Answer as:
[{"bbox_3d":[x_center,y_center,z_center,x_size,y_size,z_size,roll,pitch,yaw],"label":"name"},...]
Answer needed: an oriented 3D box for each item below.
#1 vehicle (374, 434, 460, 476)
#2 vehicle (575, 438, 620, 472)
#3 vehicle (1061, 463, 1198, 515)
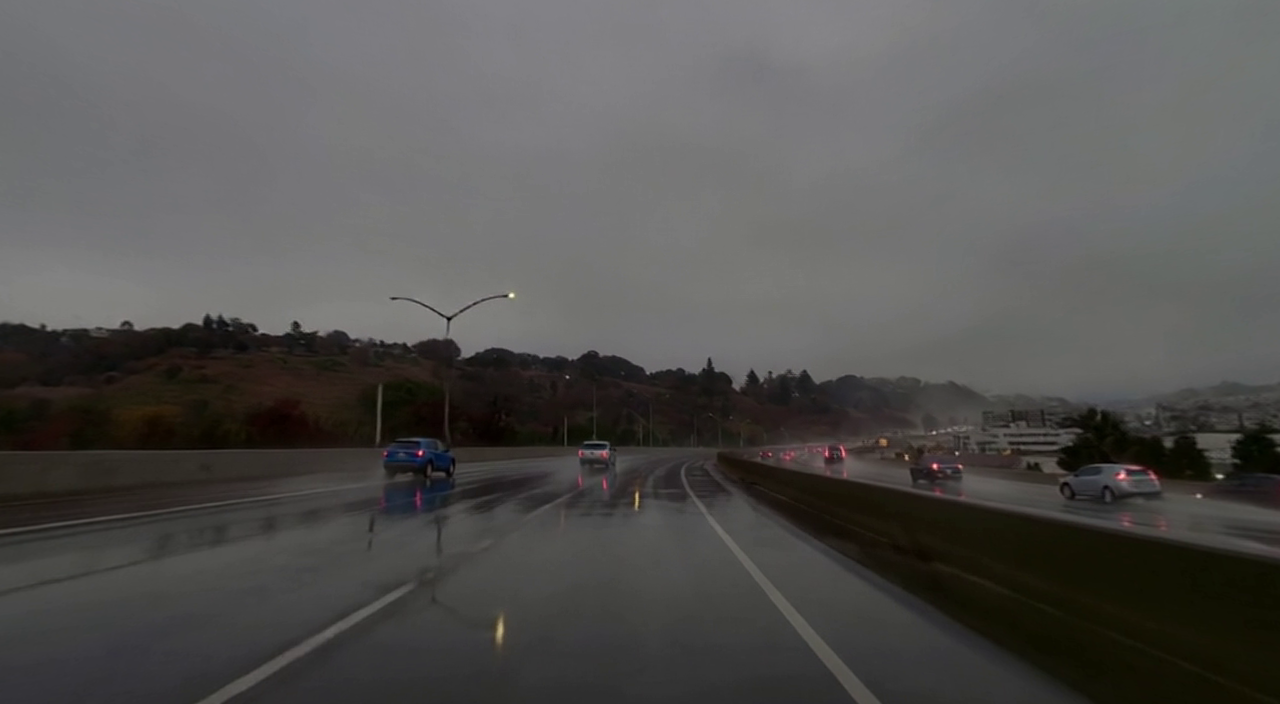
[{"bbox_3d":[-10.058,4.701,28.910,2.039,1.746,4.528,-1,-8,4],"label":"vehicle"},{"bbox_3d":[-2.377,5.866,36.083,2.028,1.782,4.150,-1,-8,4],"label":"vehicle"},{"bbox_3d":[17.994,5.022,23.522,1.786,1.559,4.496,-1,-8,5],"label":"vehicle"}]
